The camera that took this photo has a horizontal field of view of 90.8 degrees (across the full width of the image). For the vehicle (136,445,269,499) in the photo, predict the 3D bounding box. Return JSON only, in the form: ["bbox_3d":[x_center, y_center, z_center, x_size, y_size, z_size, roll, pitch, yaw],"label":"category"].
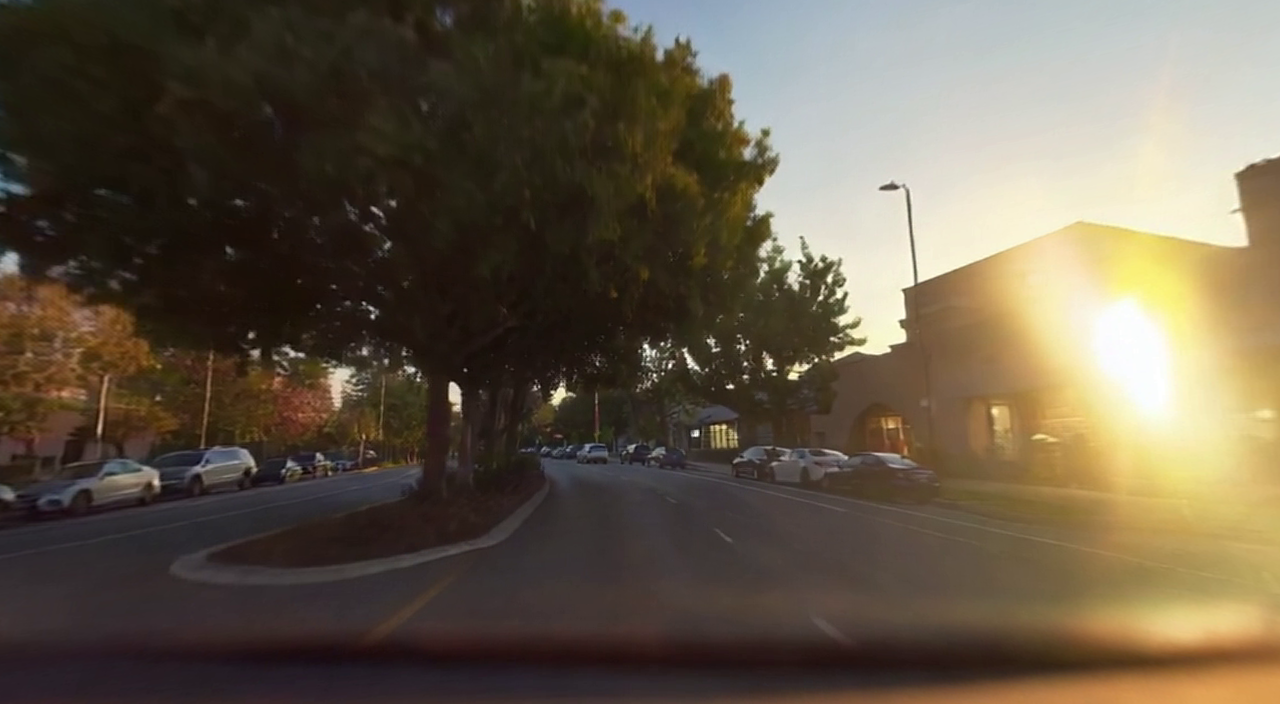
[{"bbox_3d":[-16.304,4.446,23.928,1.876,1.772,5.125,0,-9,-7],"label":"vehicle"}]

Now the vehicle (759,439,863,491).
[{"bbox_3d":[5.923,3.957,22.490,2.065,1.632,4.206,0,-9,-7],"label":"vehicle"}]

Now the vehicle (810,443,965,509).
[{"bbox_3d":[6.568,3.310,17.480,1.872,1.515,4.799,0,-9,-7],"label":"vehicle"}]

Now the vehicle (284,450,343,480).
[{"bbox_3d":[-18.503,6.404,35.994,1.906,1.542,4.210,1,-9,-13],"label":"vehicle"}]

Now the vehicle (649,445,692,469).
[{"bbox_3d":[2.086,7.411,44.794,2.012,1.517,4.287,1,-9,-12],"label":"vehicle"}]

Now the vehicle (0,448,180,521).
[{"bbox_3d":[-15.416,3.584,17.738,1.927,1.748,4.474,0,-9,-6],"label":"vehicle"}]
